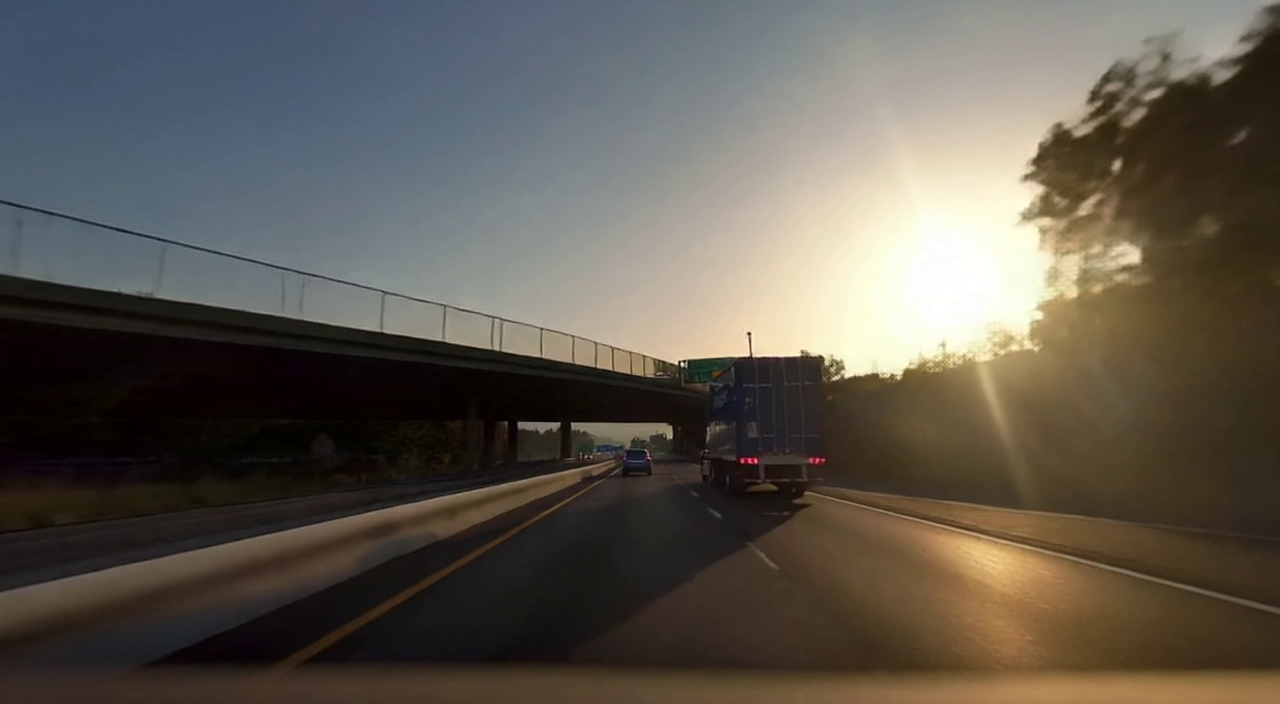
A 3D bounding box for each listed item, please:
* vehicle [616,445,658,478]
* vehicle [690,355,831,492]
[{"bbox_3d":[-0.116,6.019,34.627,2.160,1.691,4.243,0,-9,1],"label":"vehicle"},{"bbox_3d":[4.346,3.339,26.938,3.167,4.180,14.924,2,-9,0],"label":"vehicle"}]
